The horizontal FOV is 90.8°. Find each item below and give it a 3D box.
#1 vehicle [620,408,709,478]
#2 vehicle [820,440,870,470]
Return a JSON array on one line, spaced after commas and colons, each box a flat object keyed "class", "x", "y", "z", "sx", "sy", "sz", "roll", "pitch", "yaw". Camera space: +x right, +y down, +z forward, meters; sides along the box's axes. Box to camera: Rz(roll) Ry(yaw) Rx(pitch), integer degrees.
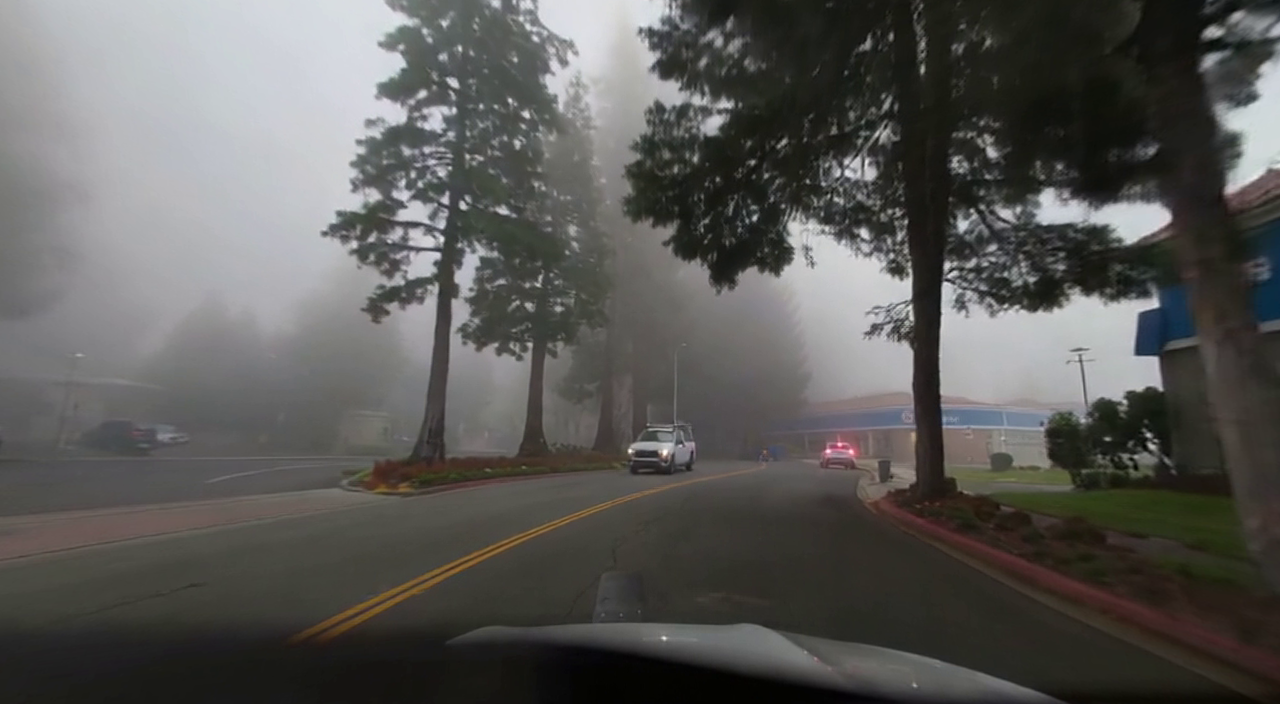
[{"class": "vehicle", "x": 1.315, "y": 4.206, "z": 29.153, "sx": 2.674, "sy": 2.815, "sz": 6.582, "roll": -2, "pitch": -9, "yaw": 15}, {"class": "vehicle", "x": 13.066, "y": 6.577, "z": 40.656, "sx": 2.292, "sy": 1.767, "sz": 5.128, "roll": -2, "pitch": -9, "yaw": 10}]
